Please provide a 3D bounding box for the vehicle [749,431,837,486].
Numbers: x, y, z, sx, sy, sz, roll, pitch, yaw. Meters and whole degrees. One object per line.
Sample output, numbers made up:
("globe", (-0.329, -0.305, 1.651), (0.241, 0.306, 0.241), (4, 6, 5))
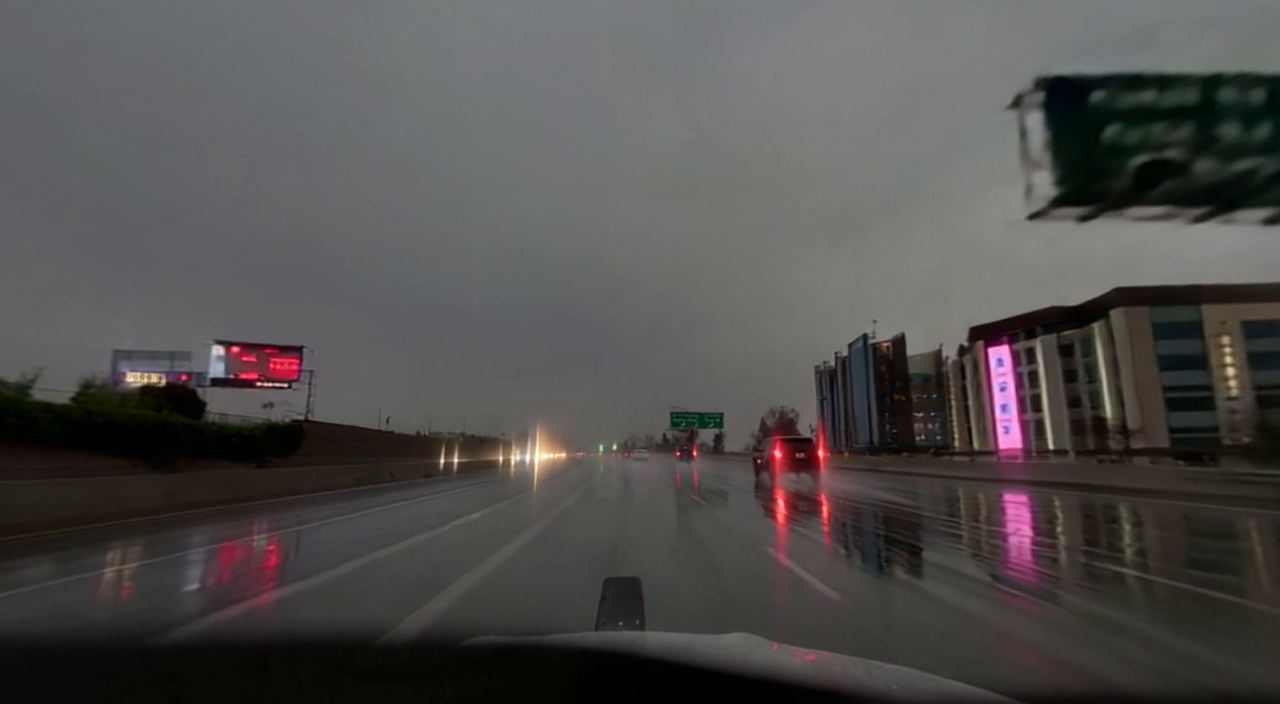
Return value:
("vehicle", (6.098, 4.314, 25.859), (2.181, 1.952, 4.973), (-1, -9, -2))
